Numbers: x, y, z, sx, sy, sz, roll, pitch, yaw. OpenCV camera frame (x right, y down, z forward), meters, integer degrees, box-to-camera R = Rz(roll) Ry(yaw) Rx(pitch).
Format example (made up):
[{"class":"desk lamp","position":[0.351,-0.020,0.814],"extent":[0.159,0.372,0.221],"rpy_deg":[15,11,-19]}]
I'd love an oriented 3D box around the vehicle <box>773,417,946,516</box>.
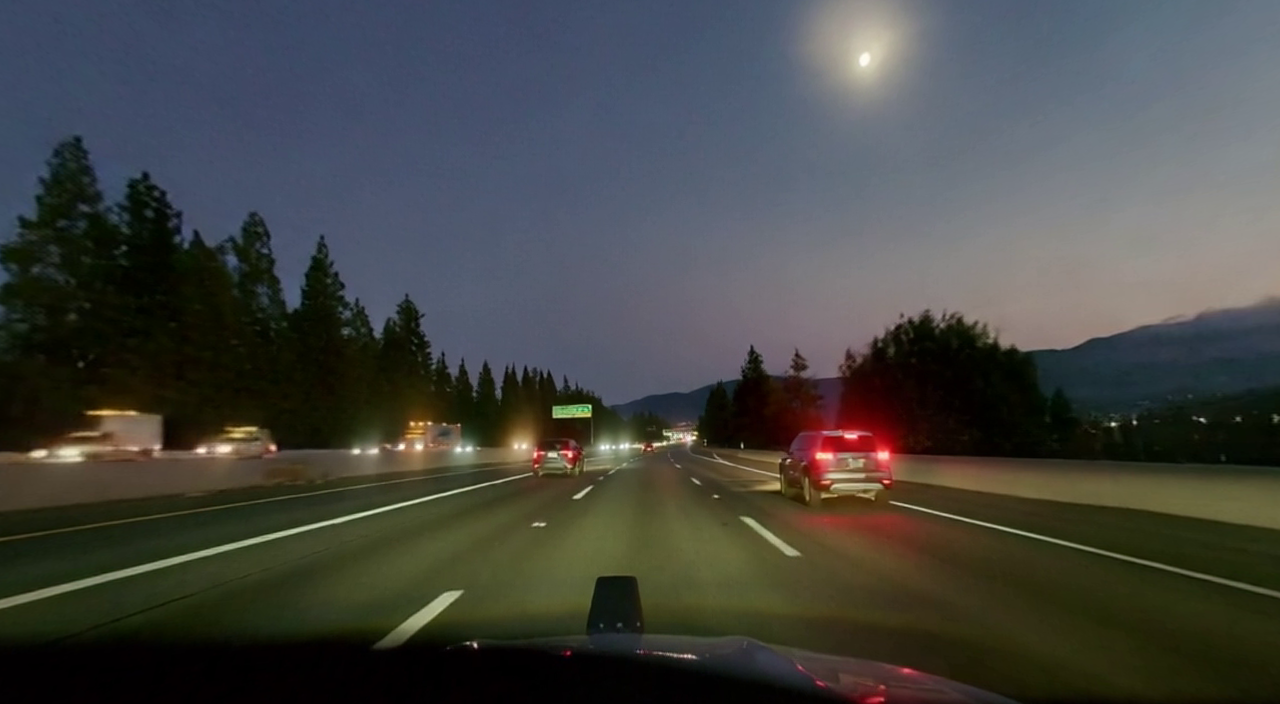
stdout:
[{"class":"vehicle","position":[4.501,2.433,13.803],"extent":[2.149,1.796,4.487],"rpy_deg":[0,-8,0]}]

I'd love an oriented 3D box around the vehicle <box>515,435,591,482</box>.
[{"class":"vehicle","position":[-3.209,4.043,24.123],"extent":[2.166,1.608,4.297],"rpy_deg":[0,-8,2]}]

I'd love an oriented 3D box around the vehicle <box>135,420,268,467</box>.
[{"class":"vehicle","position":[-27.859,5.905,40.458],"extent":[2.685,2.719,7.829],"rpy_deg":[-1,-8,2]}]

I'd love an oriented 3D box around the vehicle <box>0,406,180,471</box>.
[{"class":"vehicle","position":[-28.236,4.173,30.184],"extent":[2.850,2.700,11.935],"rpy_deg":[-1,-8,2]}]
